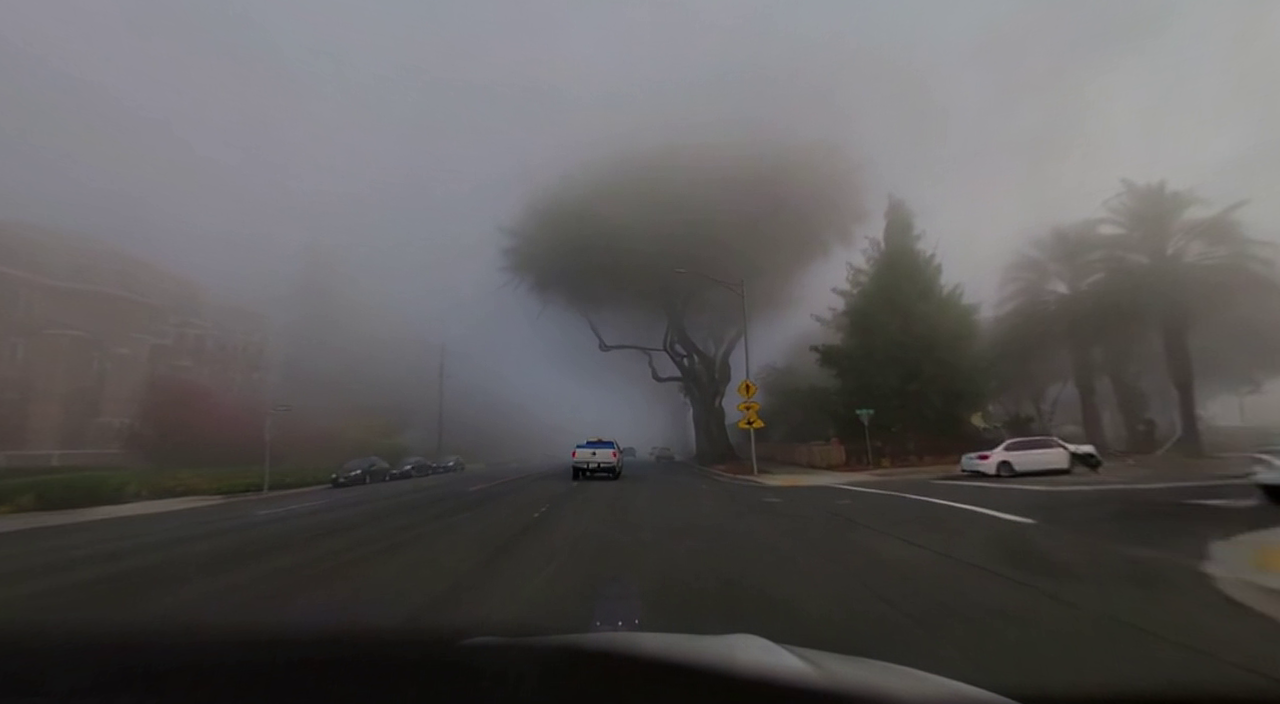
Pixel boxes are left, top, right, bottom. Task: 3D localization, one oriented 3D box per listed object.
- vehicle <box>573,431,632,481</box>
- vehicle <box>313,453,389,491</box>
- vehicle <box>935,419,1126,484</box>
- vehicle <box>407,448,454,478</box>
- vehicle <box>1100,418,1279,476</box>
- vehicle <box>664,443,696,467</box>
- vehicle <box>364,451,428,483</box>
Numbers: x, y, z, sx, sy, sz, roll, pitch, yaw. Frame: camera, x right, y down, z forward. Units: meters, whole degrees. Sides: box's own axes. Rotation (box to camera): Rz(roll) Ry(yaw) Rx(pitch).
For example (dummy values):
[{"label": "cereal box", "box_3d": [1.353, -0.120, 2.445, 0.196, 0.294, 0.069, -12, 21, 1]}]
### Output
[{"label": "vehicle", "box_3d": [-1.407, 4.183, 25.561, 1.994, 1.810, 5.057, 0, -9, 1]}, {"label": "vehicle", "box_3d": [-14.397, 5.951, 31.636, 1.884, 1.451, 4.435, -4, -7, -3]}, {"label": "vehicle", "box_3d": [12.628, 3.234, 20.563, 4.873, 1.624, 1.924, -4, -9, -3]}, {"label": "vehicle", "box_3d": [-14.383, 7.600, 43.421, 1.890, 1.640, 4.320, -3, -7, -1]}, {"label": "vehicle", "box_3d": [18.334, 3.114, 20.618, 4.750, 1.775, 2.124, 0, -9, 0]}, {"label": "vehicle", "box_3d": [2.892, 7.598, 46.588, 1.949, 1.685, 4.161, 1, -9, -2]}, {"label": "vehicle", "box_3d": [-14.324, 6.731, 37.203, 1.875, 1.496, 4.728, -4, -7, 0]}]
